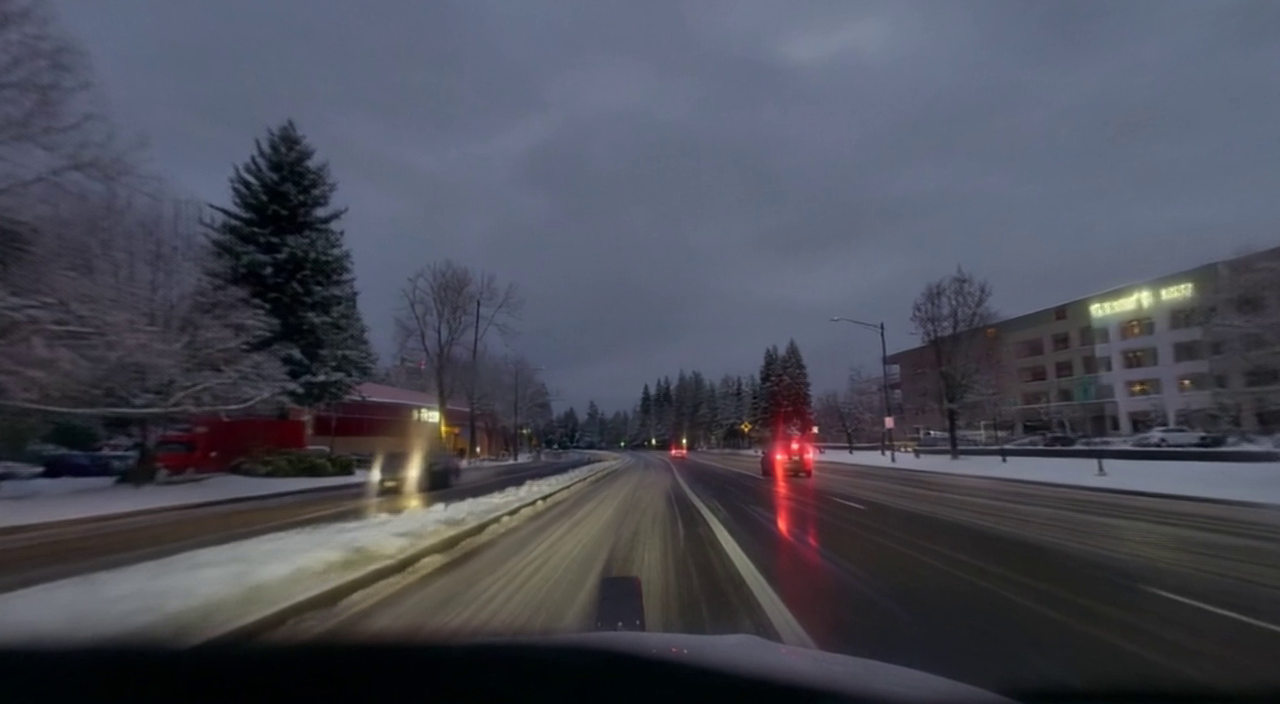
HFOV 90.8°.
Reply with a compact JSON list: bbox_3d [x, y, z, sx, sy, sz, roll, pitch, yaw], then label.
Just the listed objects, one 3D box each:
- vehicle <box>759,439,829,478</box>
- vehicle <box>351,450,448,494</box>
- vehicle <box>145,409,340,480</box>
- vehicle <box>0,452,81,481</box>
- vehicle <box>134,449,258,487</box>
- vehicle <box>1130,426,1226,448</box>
[{"bbox_3d":[7.022,4.919,29.348,2.181,1.639,4.127,0,-9,0],"label":"vehicle"},{"bbox_3d":[-9.092,4.537,24.334,1.865,1.503,4.375,-1,-9,2],"label":"vehicle"},{"bbox_3d":[-20.828,4.885,33.482,8.324,3.550,2.670,0,-9,-1],"label":"vehicle"},{"bbox_3d":[-33.243,6.156,34.142,4.106,1.474,1.835,0,-9,-3],"label":"vehicle"},{"bbox_3d":[-19.591,5.114,27.995,4.259,1.396,1.815,-4,-8,5],"label":"vehicle"},{"bbox_3d":[39.139,6.240,46.081,1.814,1.469,4.858,5,-10,-34],"label":"vehicle"}]
